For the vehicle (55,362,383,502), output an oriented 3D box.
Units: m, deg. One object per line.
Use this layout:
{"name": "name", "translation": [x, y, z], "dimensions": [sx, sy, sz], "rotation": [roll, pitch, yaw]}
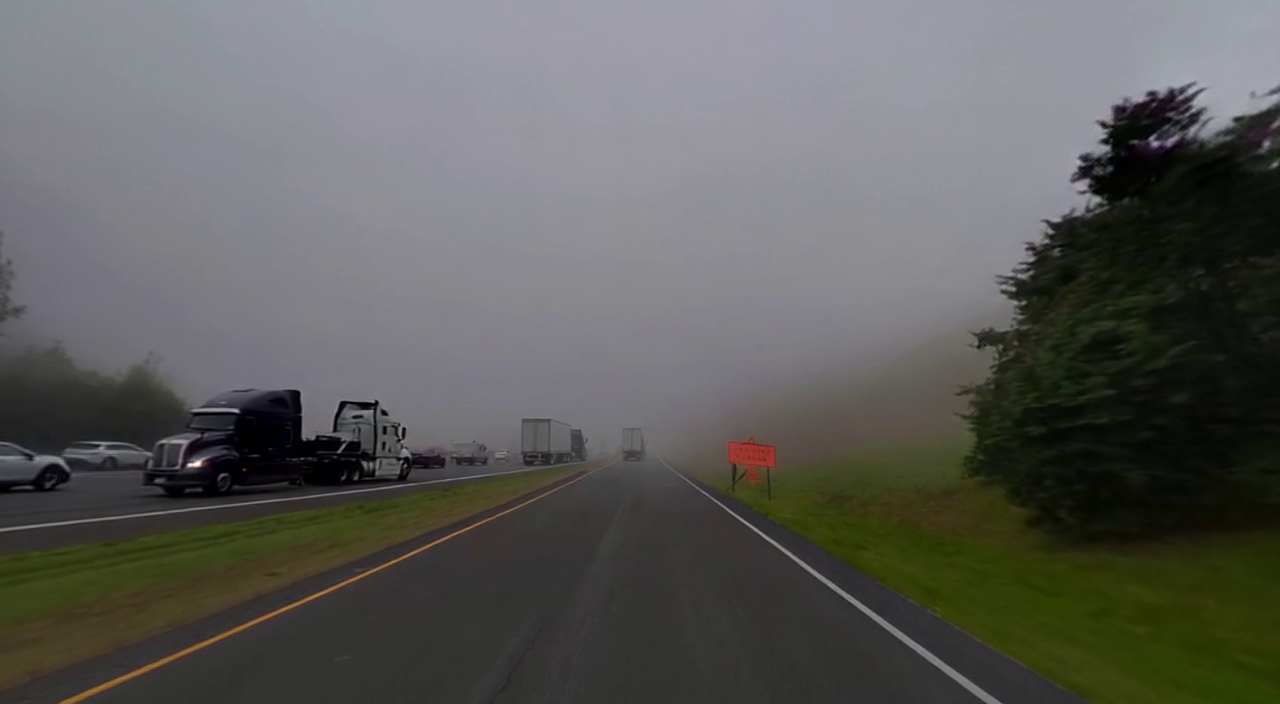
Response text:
{"name": "vehicle", "translation": [-13.380, 2.979, 22.282], "dimensions": [2.745, 3.617, 11.590], "rotation": [-1, -9, 5]}
